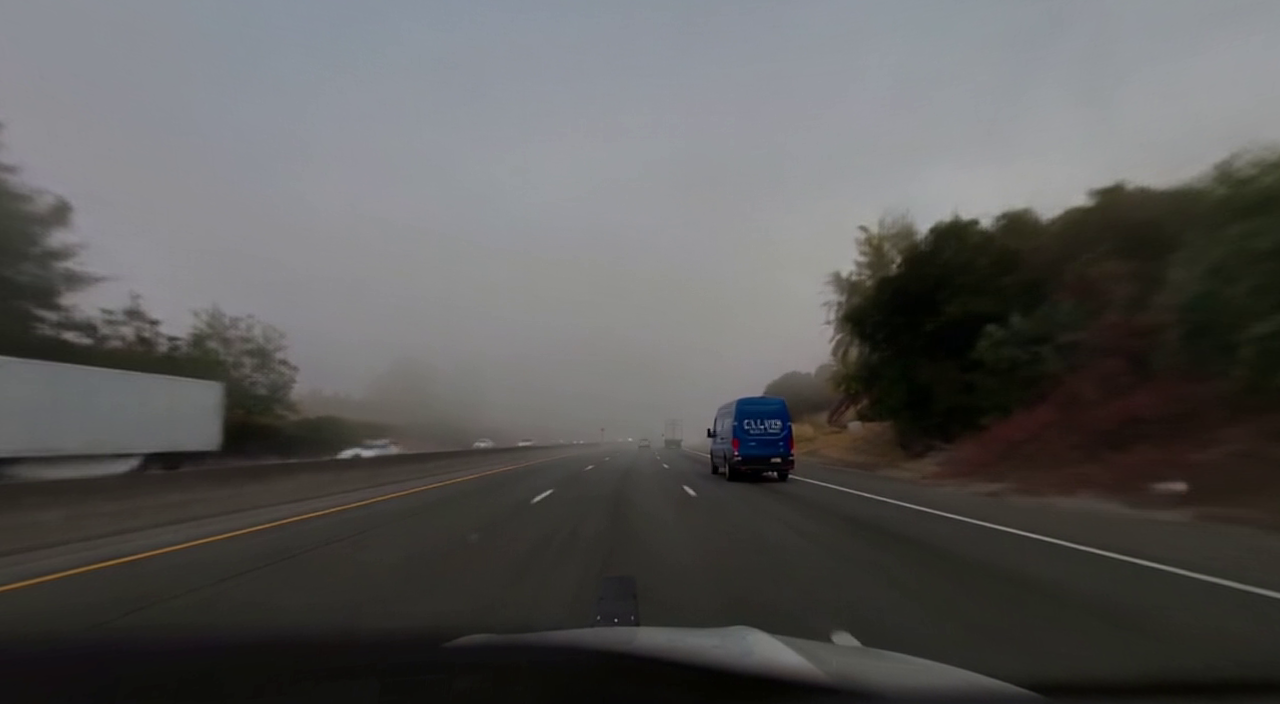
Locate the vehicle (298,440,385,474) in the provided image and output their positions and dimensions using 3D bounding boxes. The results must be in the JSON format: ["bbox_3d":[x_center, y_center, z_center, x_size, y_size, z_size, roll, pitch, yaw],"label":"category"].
[{"bbox_3d":[-14.143,4.956,30.141,1.884,1.469,4.674,0,-8,0],"label":"vehicle"}]

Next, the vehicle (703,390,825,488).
[{"bbox_3d":[3.564,2.698,19.548,2.485,2.562,5.535,0,-8,-2],"label":"vehicle"}]

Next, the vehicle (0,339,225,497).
[{"bbox_3d":[-18.301,1.995,18.229,2.910,4.115,14.247,0,-8,0],"label":"vehicle"}]
